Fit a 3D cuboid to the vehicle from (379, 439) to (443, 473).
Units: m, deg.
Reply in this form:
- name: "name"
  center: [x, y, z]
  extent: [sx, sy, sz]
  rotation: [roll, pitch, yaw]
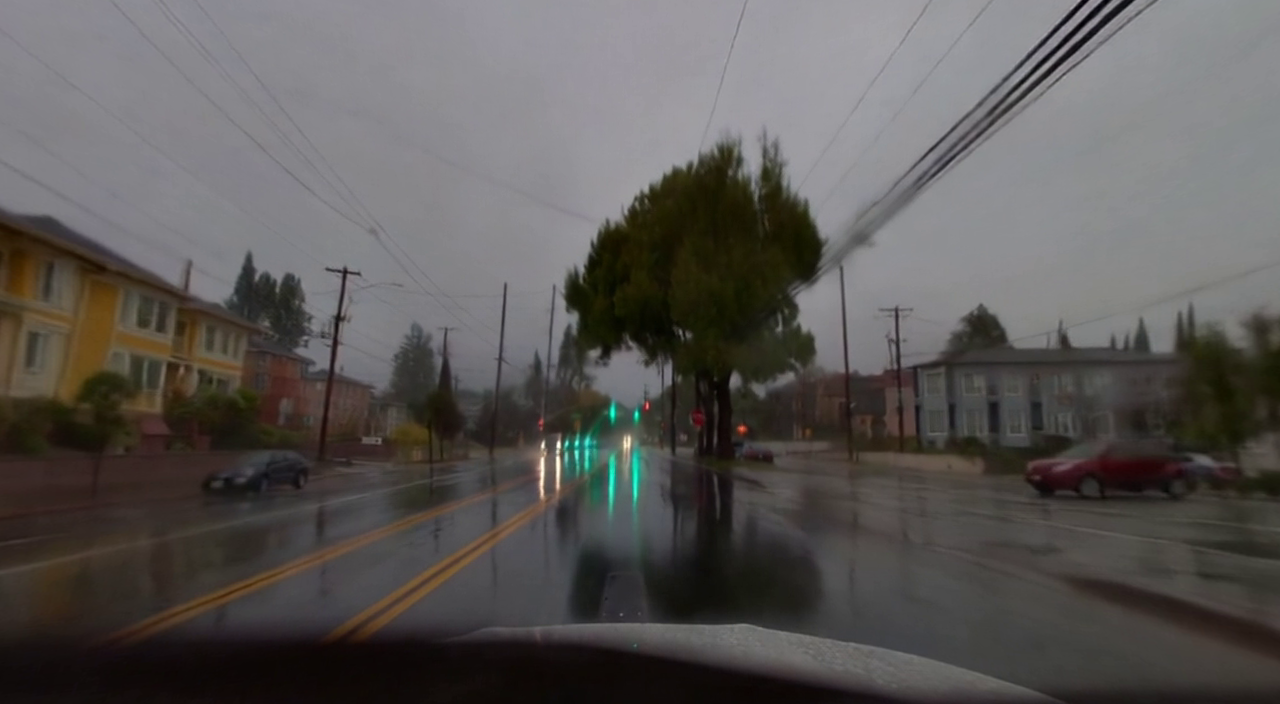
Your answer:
- name: "vehicle"
  center: [-13.220, 6.014, 36.834]
  extent: [1.940, 1.789, 5.086]
  rotation: [0, -8, -2]

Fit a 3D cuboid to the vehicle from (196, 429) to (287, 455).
- name: "vehicle"
  center: [-27.501, 6.238, 43.717]
  extent: [4.842, 1.690, 1.938]
  rotation: [1, -8, -9]

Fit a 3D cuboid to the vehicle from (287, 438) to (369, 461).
- name: "vehicle"
  center: [-21.880, 6.846, 44.430]
  extent: [4.647, 1.515, 2.009]
  rotation: [1, -8, -6]

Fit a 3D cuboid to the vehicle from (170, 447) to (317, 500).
- name: "vehicle"
  center: [-12.450, 3.801, 20.316]
  extent: [1.957, 1.459, 4.913]
  rotation: [1, -8, -6]

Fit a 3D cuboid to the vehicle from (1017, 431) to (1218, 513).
- name: "vehicle"
  center: [10.989, 2.715, 14.872]
  extent: [1.600, 1.488, 3.563]
  rotation: [2, -5, -12]

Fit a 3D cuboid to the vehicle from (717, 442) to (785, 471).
- name: "vehicle"
  center: [6.089, 5.776, 35.235]
  extent: [2.081, 1.496, 4.490]
  rotation: [2, -9, -13]
